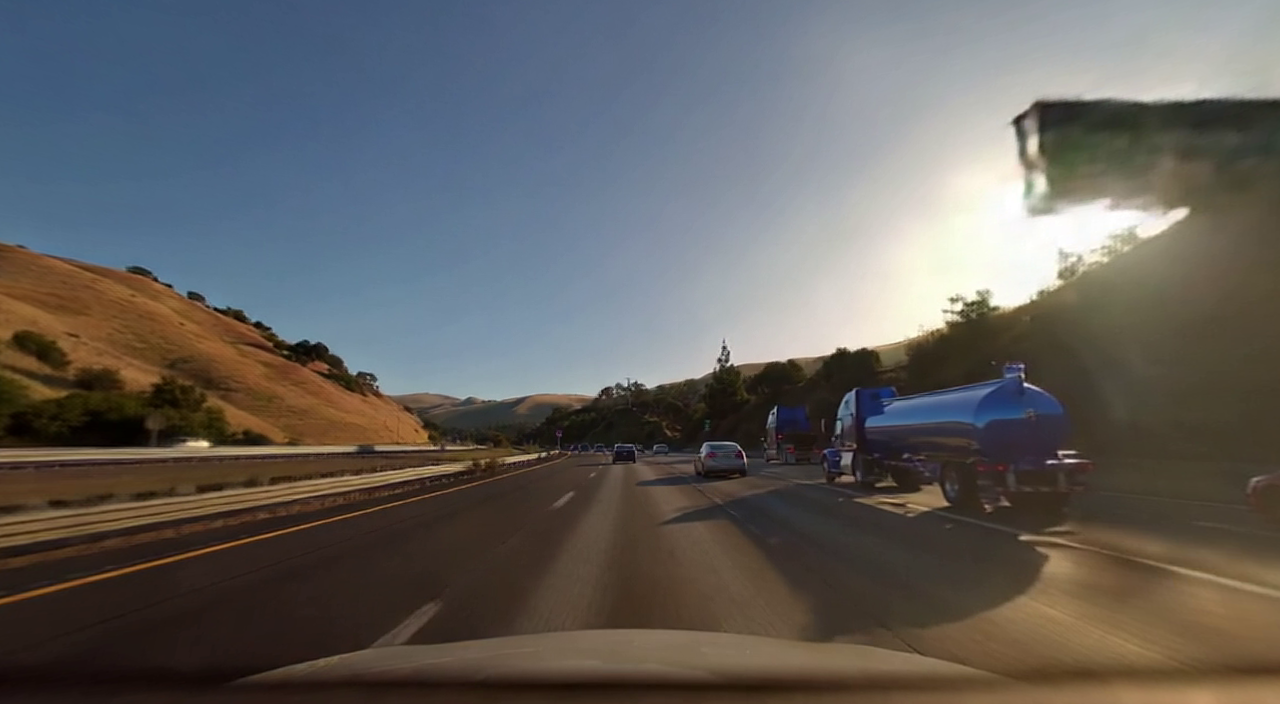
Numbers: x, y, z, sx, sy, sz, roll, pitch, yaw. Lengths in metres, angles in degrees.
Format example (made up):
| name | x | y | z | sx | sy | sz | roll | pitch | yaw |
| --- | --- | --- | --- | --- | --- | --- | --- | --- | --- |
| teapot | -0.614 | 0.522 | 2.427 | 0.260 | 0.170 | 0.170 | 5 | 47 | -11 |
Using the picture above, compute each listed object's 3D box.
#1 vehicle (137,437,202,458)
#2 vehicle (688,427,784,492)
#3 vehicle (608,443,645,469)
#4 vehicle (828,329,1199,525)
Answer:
| name | x | y | z | sx | sy | sz | roll | pitch | yaw |
| --- | --- | --- | --- | --- | --- | --- | --- | --- | --- |
| vehicle | -36.271 | 7.389 | 48.842 | 1.733 | 1.482 | 4.491 | 1 | -9 | -3 |
| vehicle | 2.862 | 3.350 | 19.989 | 2.098 | 1.794 | 4.561 | 0 | -9 | -3 |
| vehicle | -0.861 | 6.157 | 37.580 | 2.083 | 1.477 | 3.965 | 0 | -9 | -2 |
| vehicle | 7.552 | 1.933 | 15.341 | 2.805 | 3.212 | 9.978 | 0 | -9 | -1 |
